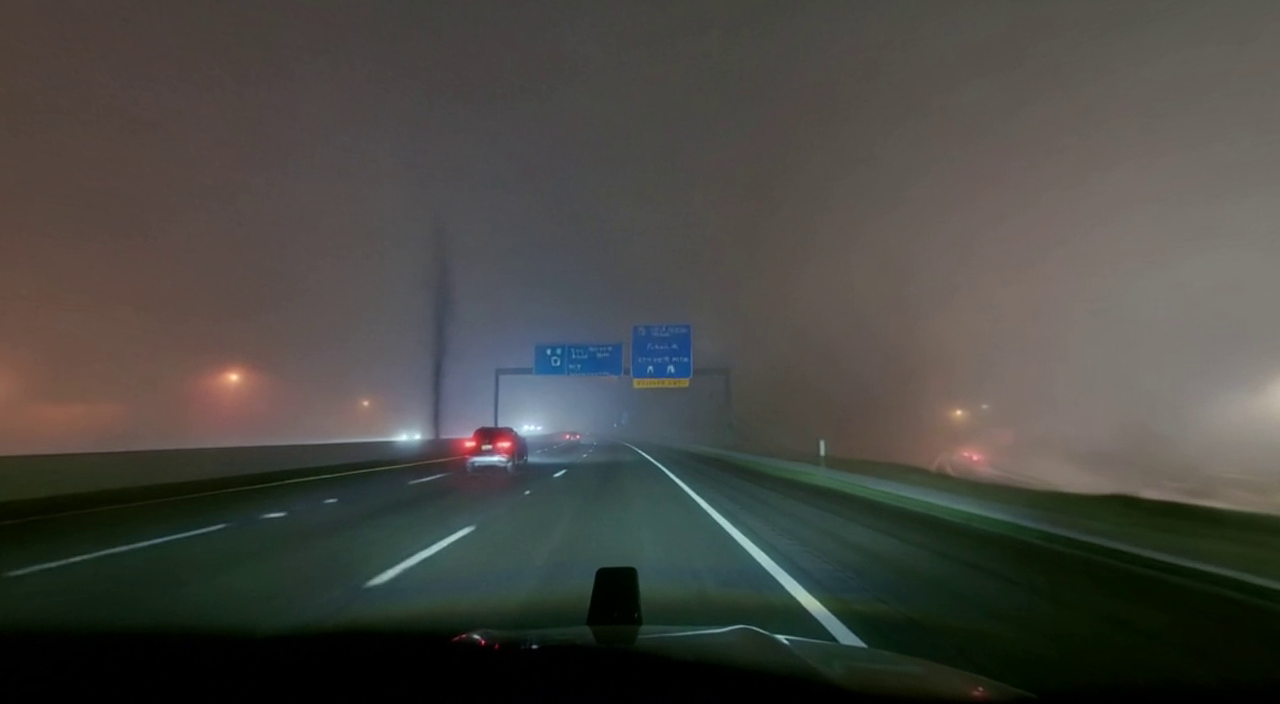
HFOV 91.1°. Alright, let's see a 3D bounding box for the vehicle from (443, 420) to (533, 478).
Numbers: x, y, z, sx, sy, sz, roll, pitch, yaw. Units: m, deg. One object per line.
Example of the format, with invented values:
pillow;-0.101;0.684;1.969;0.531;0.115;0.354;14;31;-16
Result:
vehicle;-4.898;3.170;20.887;2.007;1.727;4.040;0;-8;0
